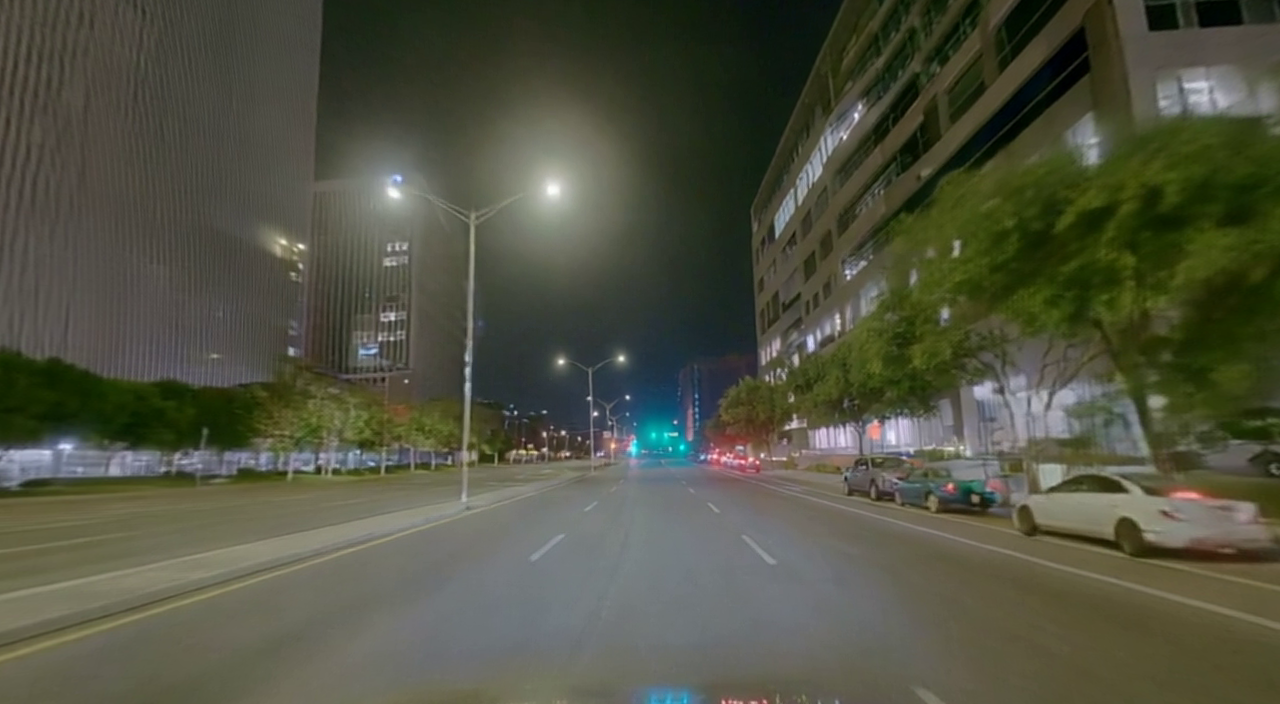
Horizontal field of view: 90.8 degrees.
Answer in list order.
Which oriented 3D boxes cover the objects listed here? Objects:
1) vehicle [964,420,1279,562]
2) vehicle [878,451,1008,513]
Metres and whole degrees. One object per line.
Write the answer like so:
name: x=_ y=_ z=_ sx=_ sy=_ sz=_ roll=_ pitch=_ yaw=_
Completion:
vehicle: x=7.820 y=2.185 z=10.731 sx=2.152 sy=1.869 sz=4.476 roll=0 pitch=-8 yaw=-1
vehicle: x=8.124 y=3.496 z=17.414 sx=1.714 sy=1.439 sz=4.020 roll=-1 pitch=-8 yaw=2
